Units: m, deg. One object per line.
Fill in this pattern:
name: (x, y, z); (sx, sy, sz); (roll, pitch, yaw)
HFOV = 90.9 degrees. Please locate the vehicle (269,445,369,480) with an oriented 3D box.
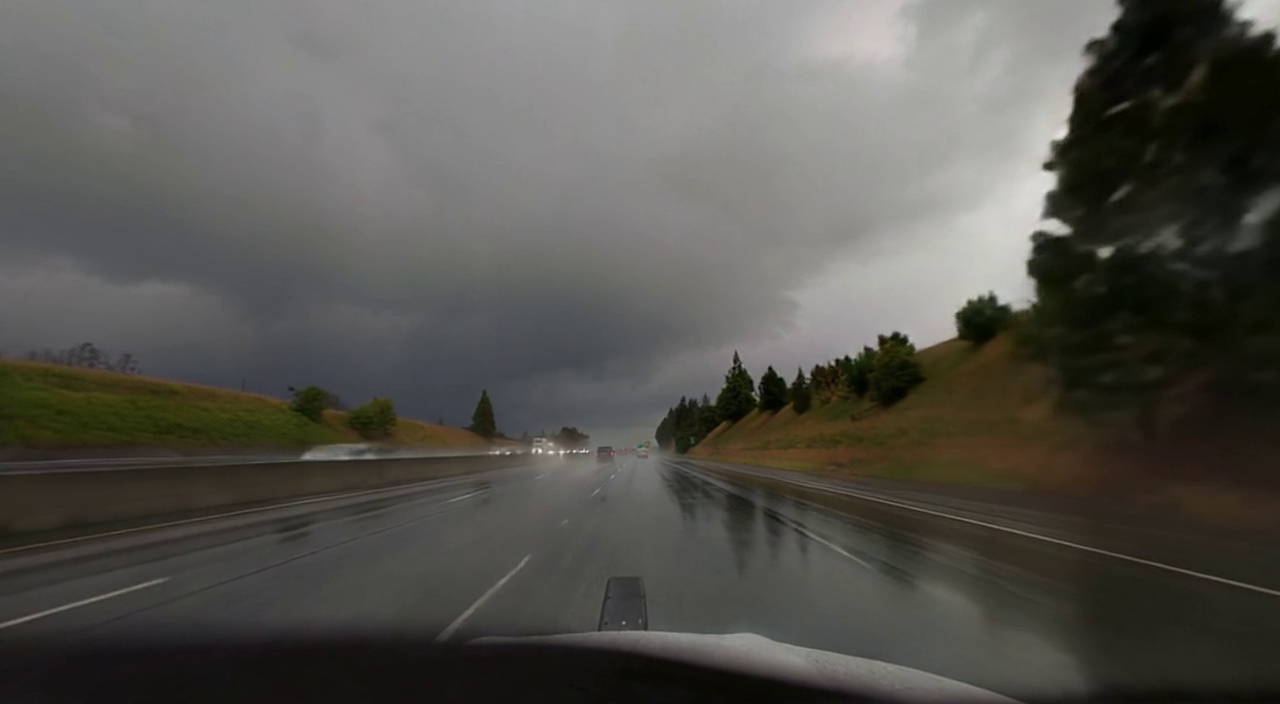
vehicle: (-14.953, 5.149, 29.703); (2.188, 1.465, 4.763); (0, -9, 0)
